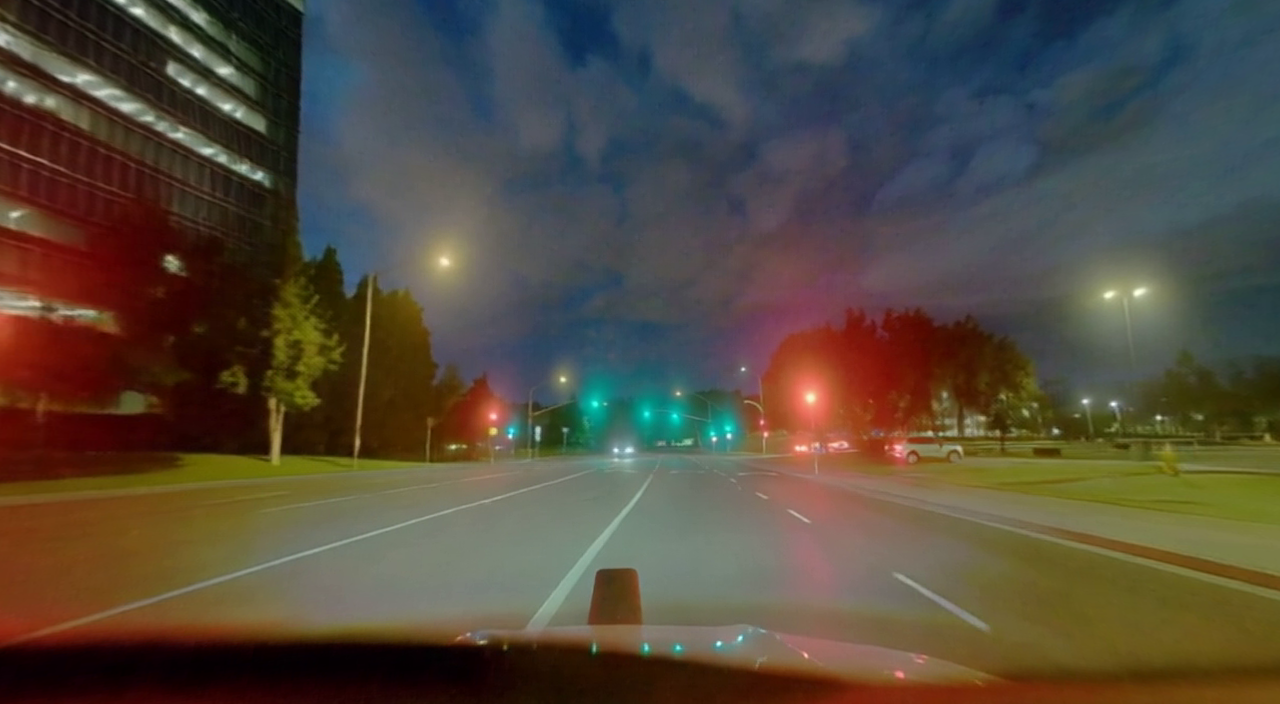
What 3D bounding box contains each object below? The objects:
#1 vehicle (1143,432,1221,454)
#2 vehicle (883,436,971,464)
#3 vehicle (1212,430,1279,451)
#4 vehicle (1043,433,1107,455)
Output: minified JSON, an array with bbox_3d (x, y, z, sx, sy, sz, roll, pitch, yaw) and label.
[{"bbox_3d":[38.456,6.475,45.026,1.828,1.452,4.242,0,-8,1],"label":"vehicle"},{"bbox_3d":[15.611,5.338,34.605,3.991,1.437,1.679,0,-8,3],"label":"vehicle"},{"bbox_3d":[43.354,6.295,44.813,1.758,1.451,4.282,0,-8,2],"label":"vehicle"},{"bbox_3d":[30.755,6.517,44.887,1.805,1.466,4.236,-1,-8,4],"label":"vehicle"}]
